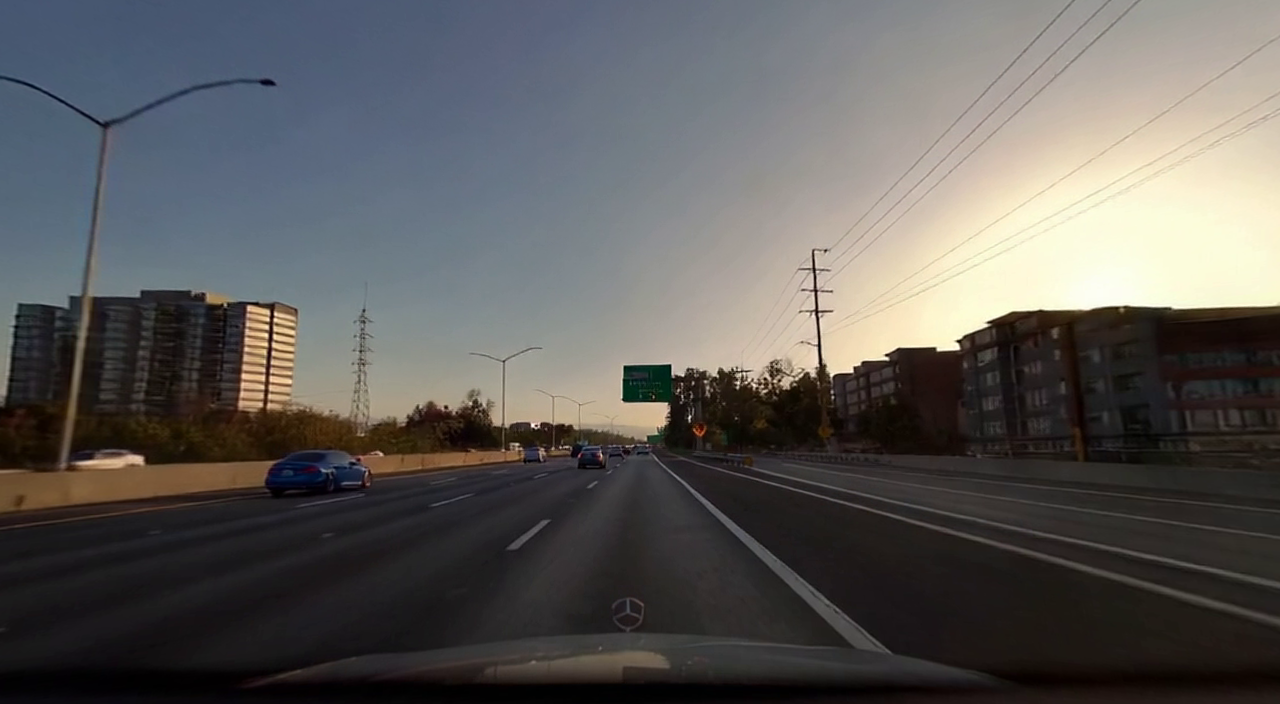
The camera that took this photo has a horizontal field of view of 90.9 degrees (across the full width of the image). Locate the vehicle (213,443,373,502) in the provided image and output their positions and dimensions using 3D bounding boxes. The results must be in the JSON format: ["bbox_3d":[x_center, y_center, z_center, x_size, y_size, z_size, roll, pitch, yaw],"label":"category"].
[{"bbox_3d":[-10.149,3.517,19.021,2.002,1.526,4.822,0,-8,1],"label":"vehicle"}]

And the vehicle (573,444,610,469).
[{"bbox_3d":[-3.155,6.874,41.726,2.050,1.479,4.342,0,-8,0],"label":"vehicle"}]
